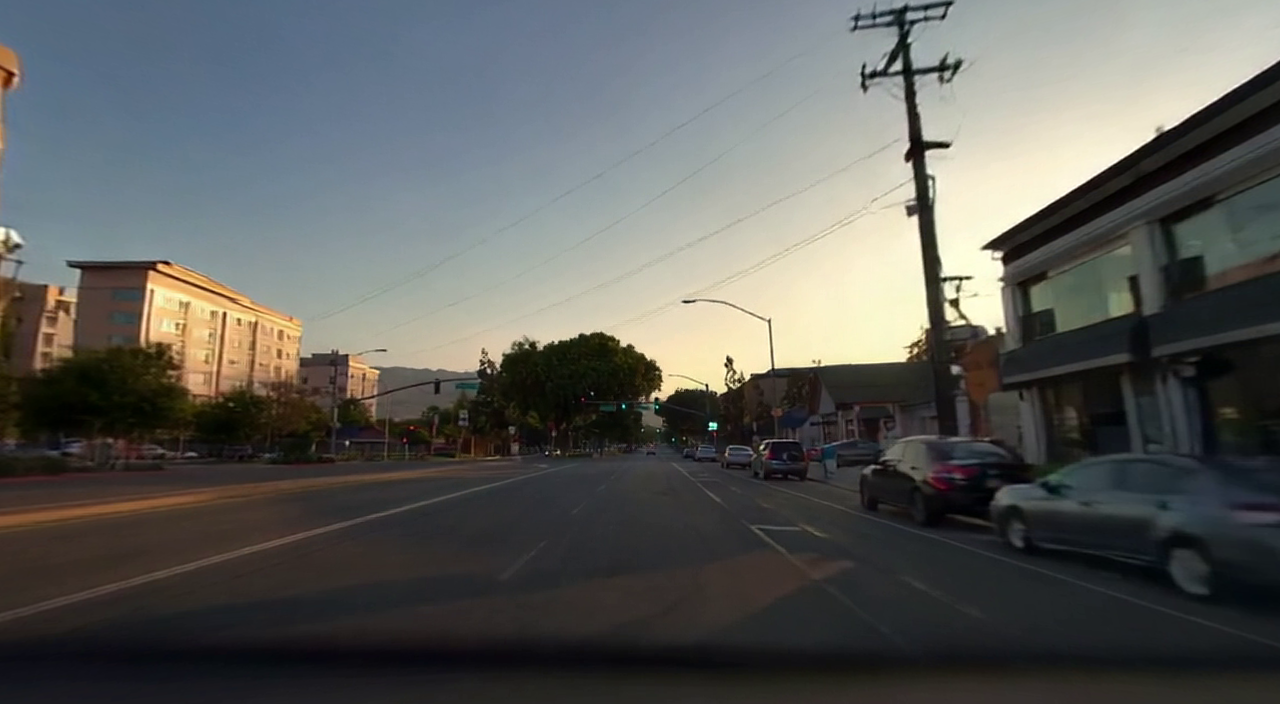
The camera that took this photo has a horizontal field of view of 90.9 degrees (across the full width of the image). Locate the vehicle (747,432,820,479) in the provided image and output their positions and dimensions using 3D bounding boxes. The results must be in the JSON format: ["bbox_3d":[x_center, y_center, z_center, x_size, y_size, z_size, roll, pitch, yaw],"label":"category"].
[{"bbox_3d":[6.040,4.430,27.154,1.931,1.814,4.870,0,-9,0],"label":"vehicle"}]

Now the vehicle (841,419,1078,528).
[{"bbox_3d":[5.880,2.321,12.588,1.965,1.705,5.114,1,-9,-1],"label":"vehicle"}]

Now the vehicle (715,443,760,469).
[{"bbox_3d":[6.111,6.596,40.050,2.057,1.541,4.735,0,-9,-1],"label":"vehicle"}]

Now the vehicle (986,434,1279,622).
[{"bbox_3d":[5.929,1.644,6.598,1.855,1.463,4.729,1,-9,-1],"label":"vehicle"}]
